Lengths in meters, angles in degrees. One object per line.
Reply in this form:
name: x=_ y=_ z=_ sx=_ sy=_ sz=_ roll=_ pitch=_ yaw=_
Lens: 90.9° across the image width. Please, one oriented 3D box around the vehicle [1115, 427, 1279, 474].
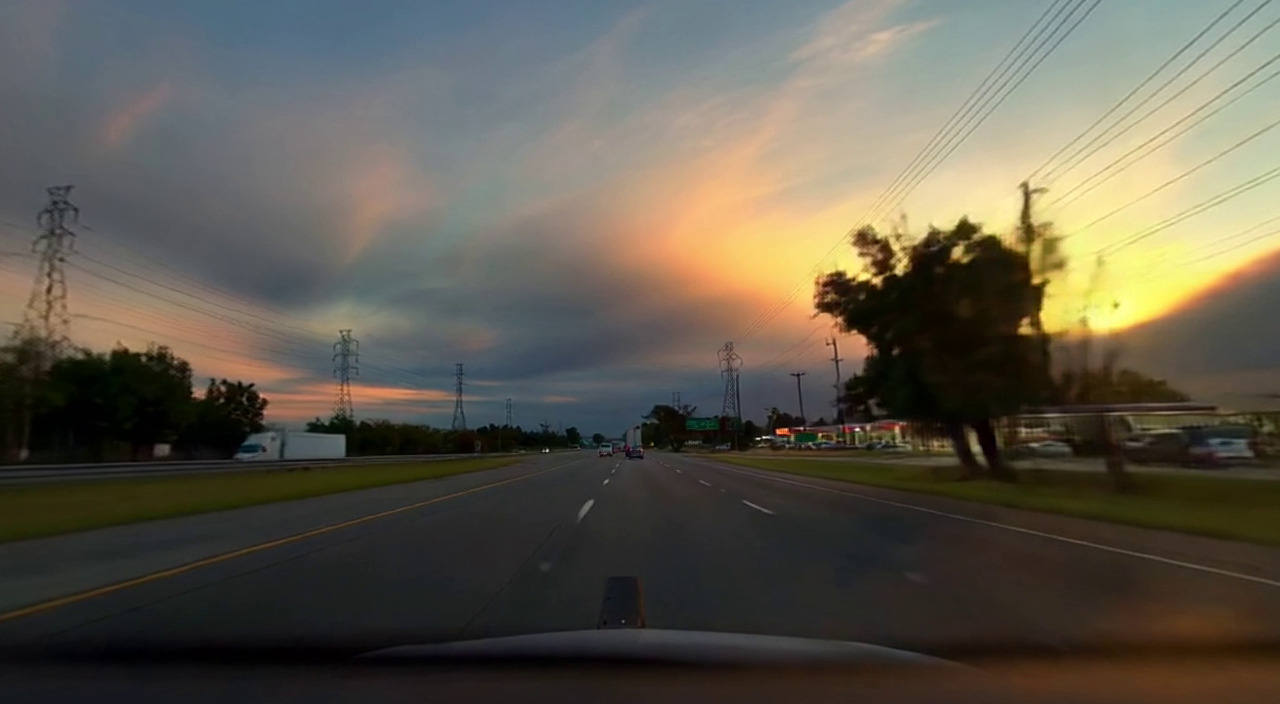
vehicle: x=20.389 y=3.646 z=23.360 sx=2.029 sy=1.578 sz=4.313 roll=0 pitch=-9 yaw=-2
